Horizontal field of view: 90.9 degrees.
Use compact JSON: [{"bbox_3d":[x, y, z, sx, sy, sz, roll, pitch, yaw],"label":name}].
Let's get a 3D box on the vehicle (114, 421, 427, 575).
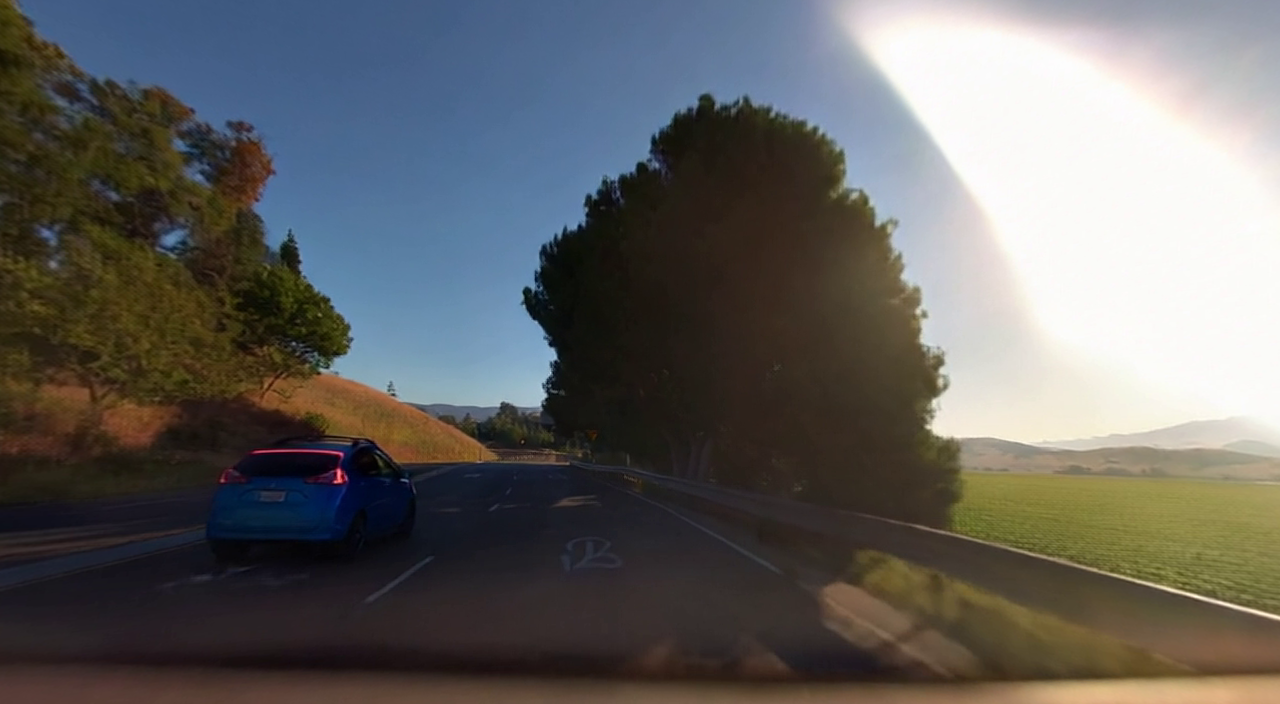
[{"bbox_3d":[-4.600,1.863,8.748,2.078,1.607,3.959,0,-9,-3],"label":"vehicle"}]
